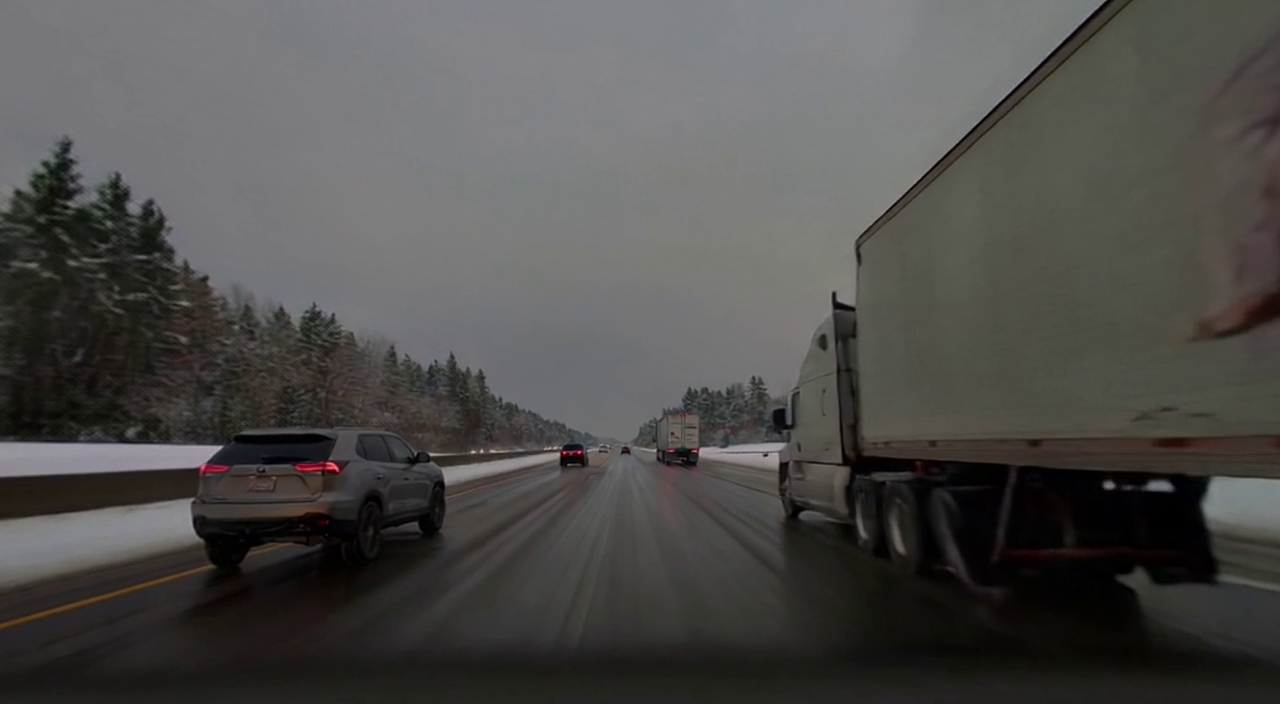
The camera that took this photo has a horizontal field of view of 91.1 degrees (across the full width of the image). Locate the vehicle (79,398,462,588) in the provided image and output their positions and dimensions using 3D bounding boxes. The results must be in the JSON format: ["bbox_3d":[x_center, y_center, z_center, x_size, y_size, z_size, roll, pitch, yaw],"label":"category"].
[{"bbox_3d":[-4.124,1.668,8.256,2.202,1.760,4.617,0,-9,0],"label":"vehicle"}]

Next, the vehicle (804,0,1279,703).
[{"bbox_3d":[4.286,-0.284,3.114,2.933,4.016,13.949,0,-9,-1],"label":"vehicle"}]

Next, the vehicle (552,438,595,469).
[{"bbox_3d":[-3.961,6.144,38.201,2.139,1.716,4.530,0,-9,-1],"label":"vehicle"}]
